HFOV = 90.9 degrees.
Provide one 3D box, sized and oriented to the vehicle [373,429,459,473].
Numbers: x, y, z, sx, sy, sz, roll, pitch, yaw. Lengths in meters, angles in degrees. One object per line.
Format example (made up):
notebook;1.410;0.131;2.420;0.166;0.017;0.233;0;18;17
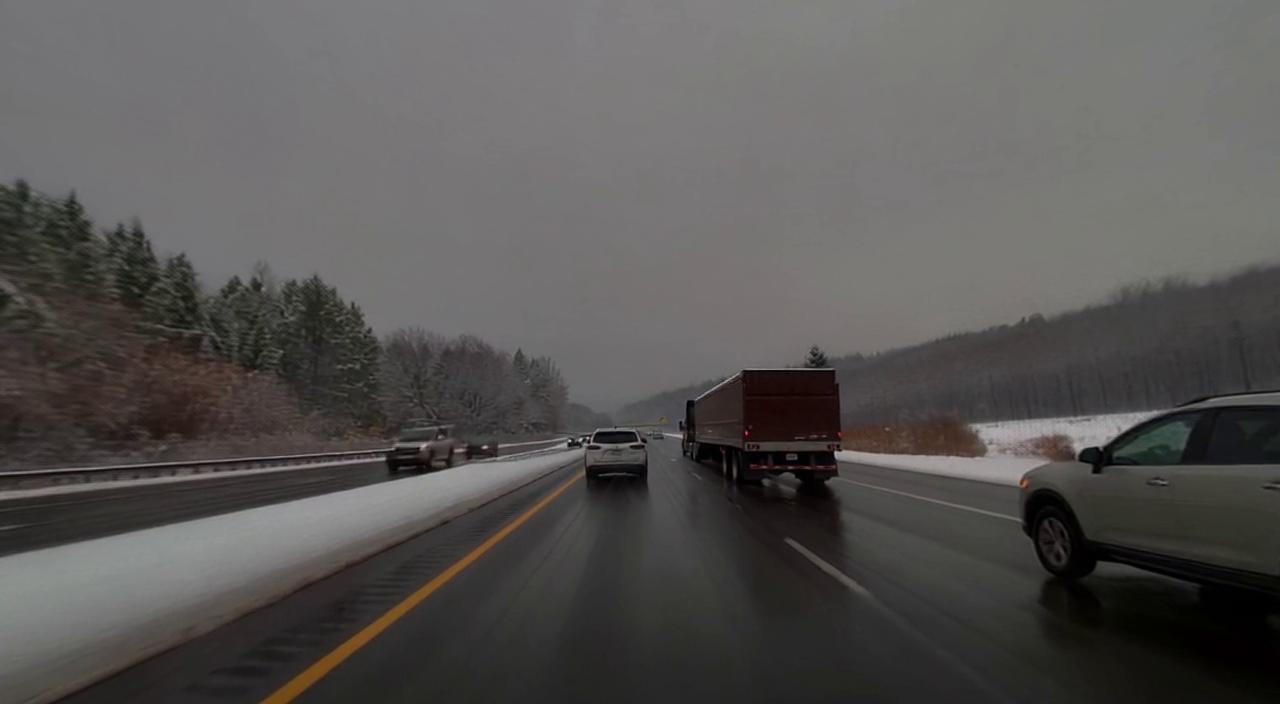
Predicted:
vehicle;-9.381;4.150;26.793;2.012;1.703;4.298;0;-8;1

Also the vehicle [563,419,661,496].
vehicle;-0.610;2.512;15.478;2.082;1.638;4.055;0;-7;0

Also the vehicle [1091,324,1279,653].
vehicle;4.748;0.728;3.162;2.011;1.905;3.905;0;-8;0

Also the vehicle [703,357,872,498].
vehicle;3.593;2.174;17.868;2.723;3.027;8.478;0;-8;0
